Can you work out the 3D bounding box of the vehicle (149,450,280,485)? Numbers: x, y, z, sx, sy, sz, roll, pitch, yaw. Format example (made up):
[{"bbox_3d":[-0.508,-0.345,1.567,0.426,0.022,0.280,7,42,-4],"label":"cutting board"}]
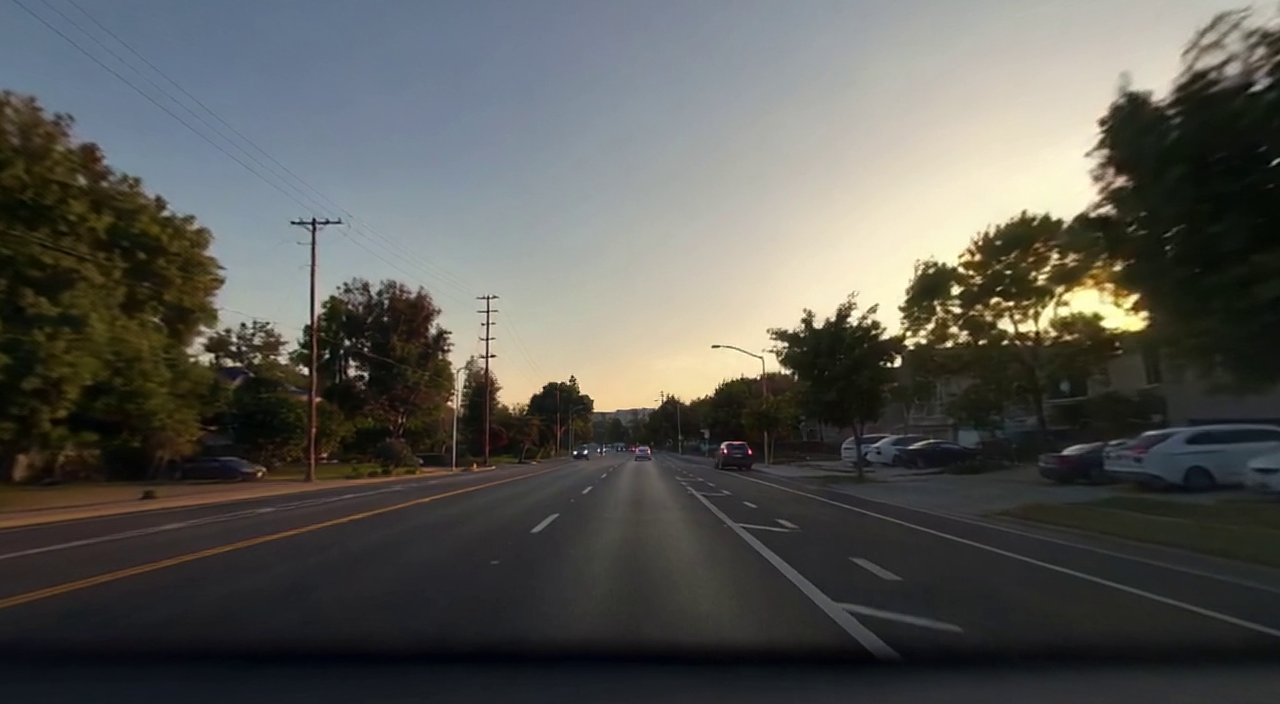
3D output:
[{"bbox_3d":[-19.063,5.190,28.241,4.500,1.482,1.916,0,-9,1],"label":"vehicle"}]

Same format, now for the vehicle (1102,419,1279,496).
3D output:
[{"bbox_3d":[13.985,2.495,15.045,4.319,1.677,1.985,1,-9,-6],"label":"vehicle"}]

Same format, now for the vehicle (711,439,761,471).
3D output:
[{"bbox_3d":[5.625,6.121,37.486,2.114,1.799,4.960,0,-9,-1],"label":"vehicle"}]

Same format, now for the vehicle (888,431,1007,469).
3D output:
[{"bbox_3d":[14.068,4.509,28.926,4.399,1.663,1.970,0,-8,1],"label":"vehicle"}]
